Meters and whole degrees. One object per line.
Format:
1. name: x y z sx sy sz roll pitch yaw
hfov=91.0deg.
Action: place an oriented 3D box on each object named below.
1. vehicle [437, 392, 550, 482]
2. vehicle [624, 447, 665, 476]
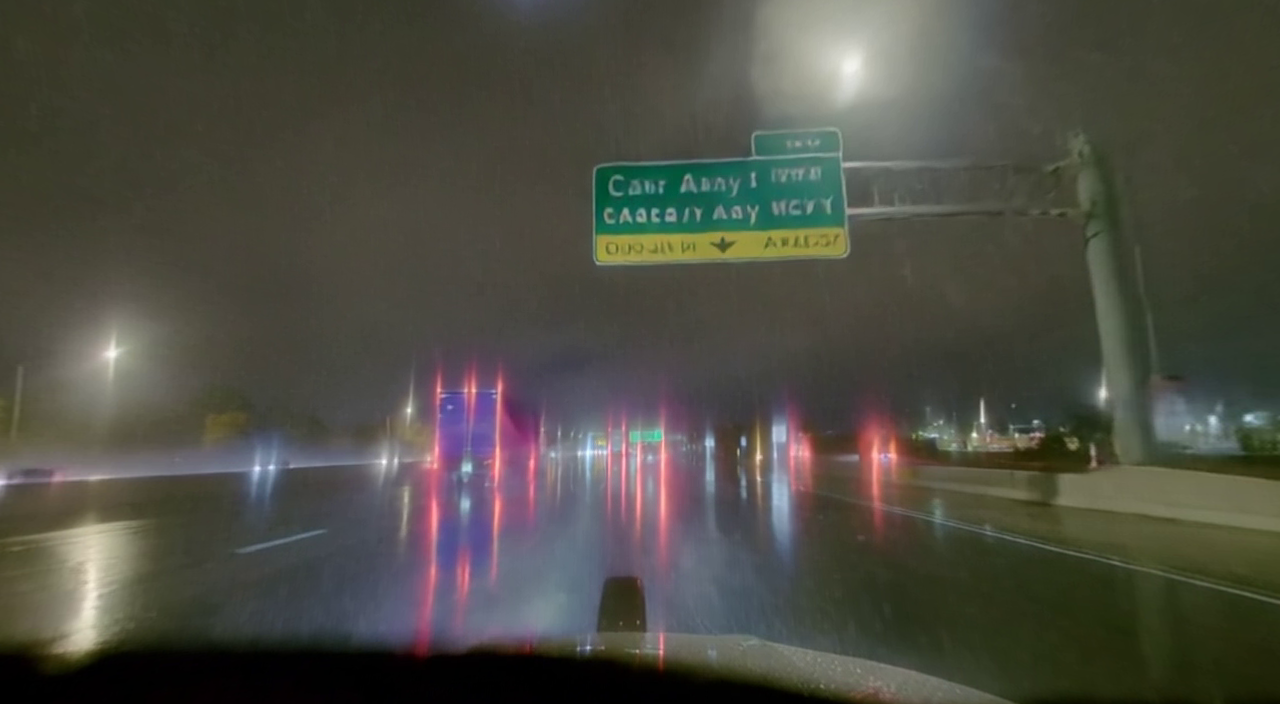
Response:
1. vehicle: -7.055 4.499 32.542 3.067 3.804 11.136 0 -9 0
2. vehicle: 0.200 5.867 33.970 2.066 1.469 4.050 0 -9 -1
